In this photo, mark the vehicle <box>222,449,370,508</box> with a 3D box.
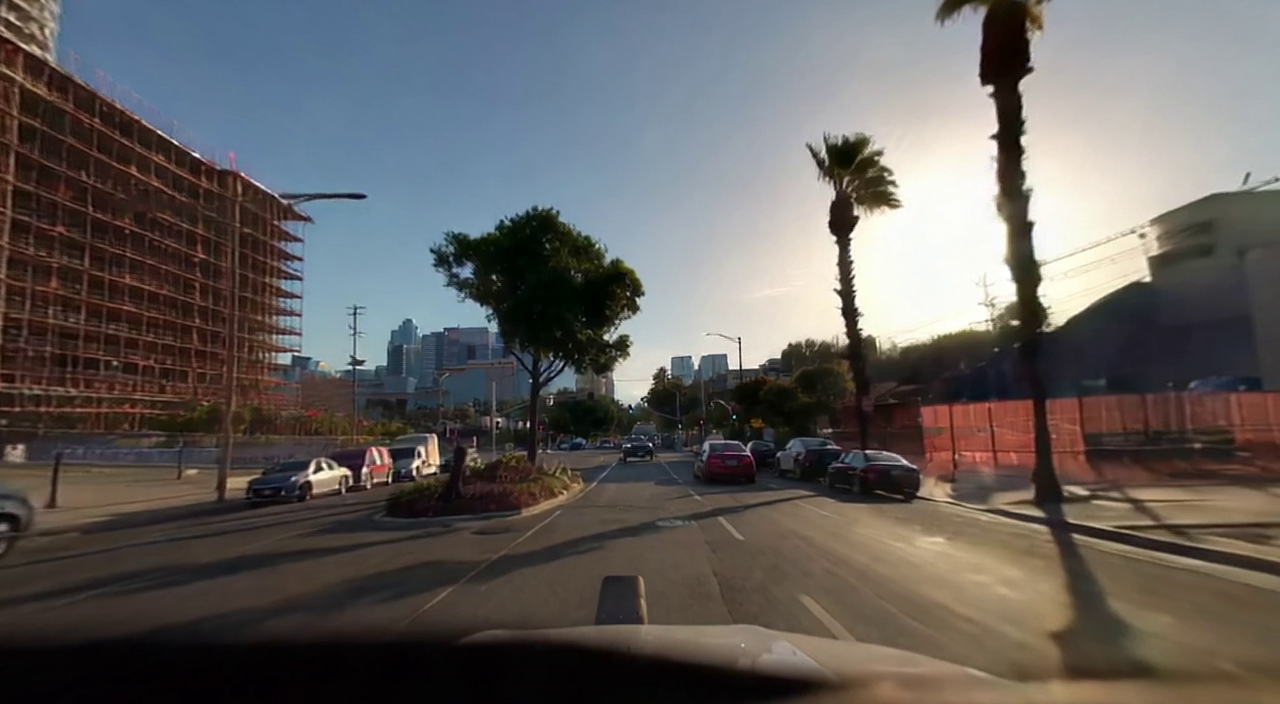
[{"bbox_3d":[-9.971,3.649,18.841,1.804,1.478,4.734,0,-8,0],"label":"vehicle"}]

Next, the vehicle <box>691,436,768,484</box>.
[{"bbox_3d":[3.010,3.724,22.077,1.999,1.487,3.939,0,-8,-2],"label":"vehicle"}]

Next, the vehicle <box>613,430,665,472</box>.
[{"bbox_3d":[-0.060,4.641,29.695,2.264,1.798,4.258,0,-8,0],"label":"vehicle"}]

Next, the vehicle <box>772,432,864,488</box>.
[{"bbox_3d":[6.256,3.855,22.823,1.886,1.792,4.525,0,-8,-1],"label":"vehicle"}]

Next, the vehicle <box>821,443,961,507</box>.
[{"bbox_3d":[6.424,3.161,16.772,1.819,1.435,4.337,0,-8,-1],"label":"vehicle"}]

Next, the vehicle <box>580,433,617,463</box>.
[{"bbox_3d":[-2.718,6.475,42.603,2.180,1.879,4.452,0,-8,1],"label":"vehicle"}]

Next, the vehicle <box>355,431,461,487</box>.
[{"bbox_3d":[-10.070,4.775,28.049,2.294,1.948,6.025,-6,-10,0],"label":"vehicle"}]
